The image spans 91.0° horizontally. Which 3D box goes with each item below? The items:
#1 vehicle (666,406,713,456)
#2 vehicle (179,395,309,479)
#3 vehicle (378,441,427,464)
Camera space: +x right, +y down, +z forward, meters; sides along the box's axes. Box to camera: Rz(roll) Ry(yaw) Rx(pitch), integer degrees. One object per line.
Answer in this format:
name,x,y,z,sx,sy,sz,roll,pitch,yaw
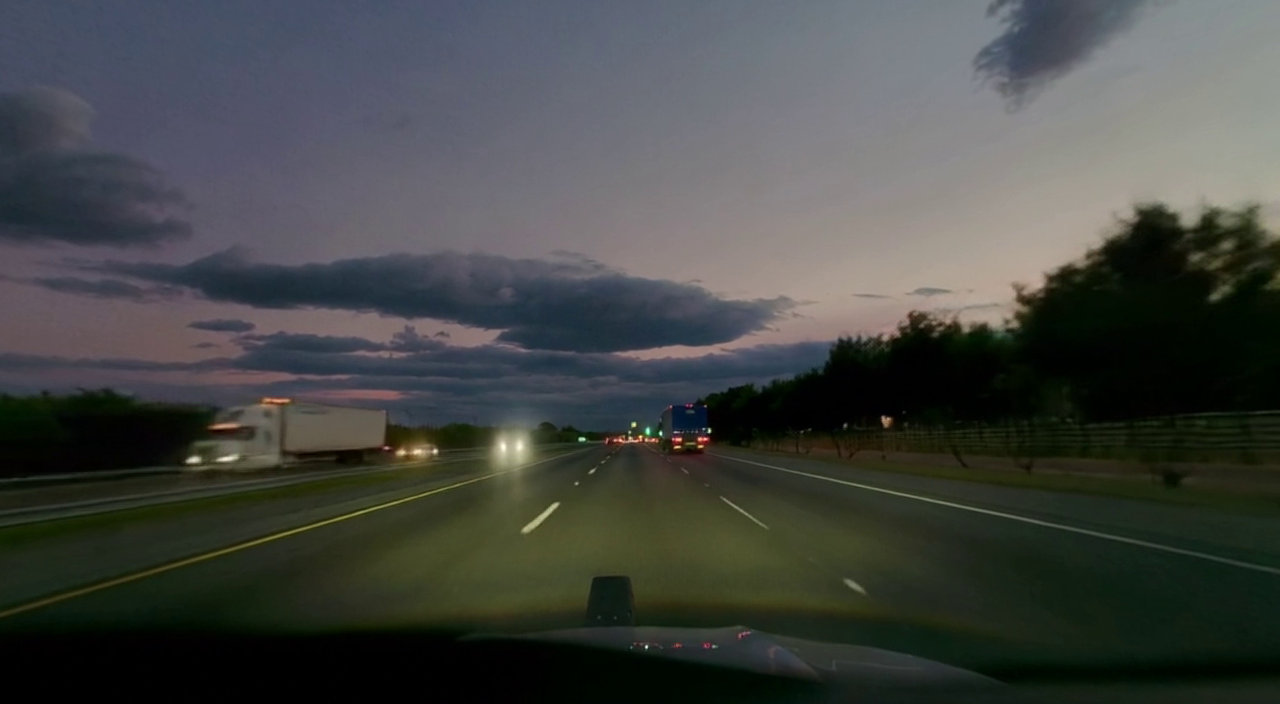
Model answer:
vehicle,3.464,5.815,45.979,2.766,3.349,7.796,-1,-8,0
vehicle,-20.539,4.478,33.148,3.006,3.960,5.854,-1,-8,-1
vehicle,-16.647,7.049,44.375,1.821,1.449,4.280,-1,-8,-1
